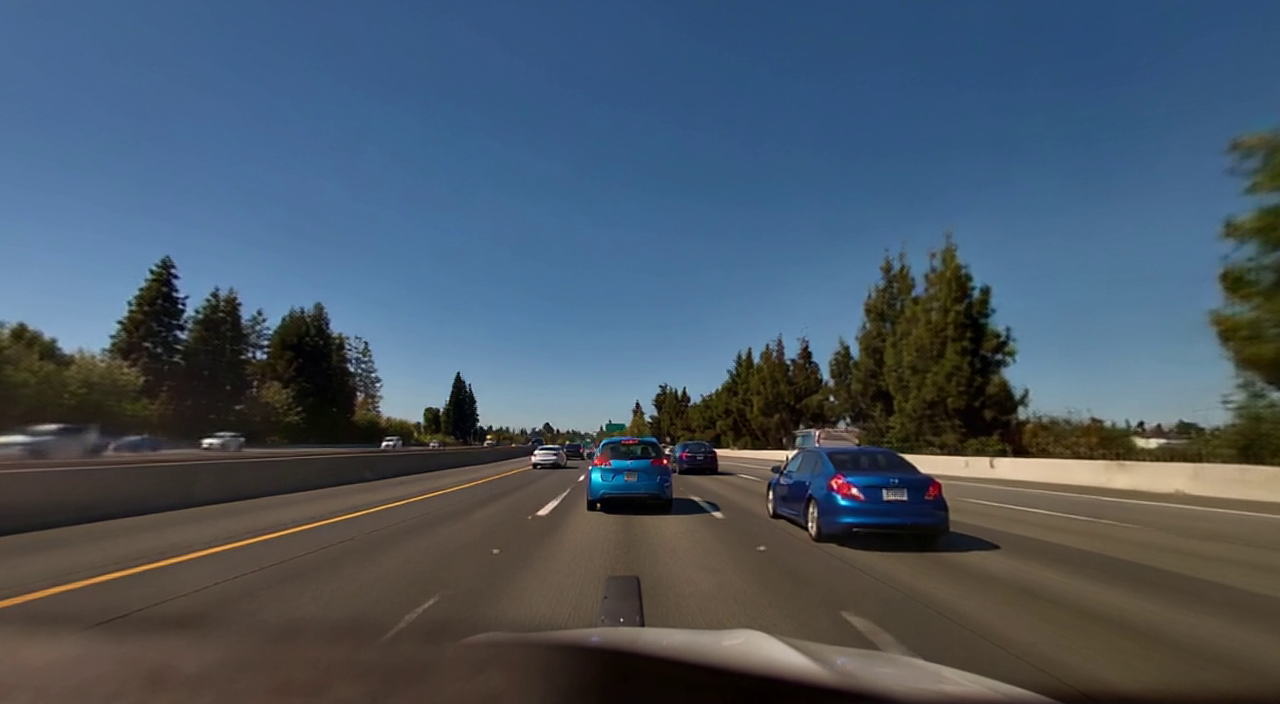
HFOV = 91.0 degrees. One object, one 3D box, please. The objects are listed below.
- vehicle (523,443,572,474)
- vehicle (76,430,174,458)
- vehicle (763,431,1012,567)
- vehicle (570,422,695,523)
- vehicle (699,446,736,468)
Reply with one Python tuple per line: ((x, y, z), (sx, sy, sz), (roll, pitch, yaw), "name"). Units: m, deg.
((-4.797, 5.589, 33.185), (2.023, 1.497, 4.526), (1, -9, -1), "vehicle")
((-30.497, 5.493, 37.520), (1.862, 1.506, 4.793), (1, -9, -2), "vehicle")
((3.280, 2.024, 9.445), (1.975, 1.532, 4.227), (1, -9, -1), "vehicle")
((-0.155, 2.414, 13.073), (2.181, 1.728, 3.970), (1, -9, -1), "vehicle")
((5.822, 7.948, 47.763), (1.972, 1.521, 4.498), (1, -9, -3), "vehicle")
